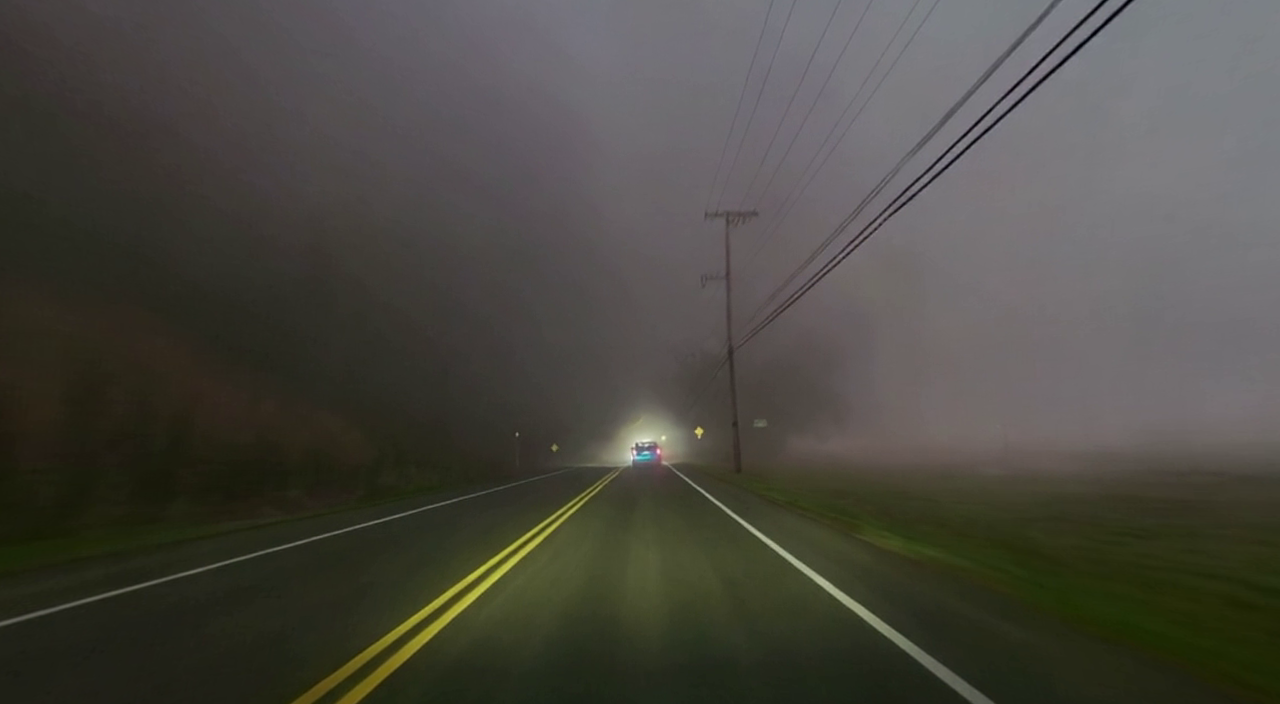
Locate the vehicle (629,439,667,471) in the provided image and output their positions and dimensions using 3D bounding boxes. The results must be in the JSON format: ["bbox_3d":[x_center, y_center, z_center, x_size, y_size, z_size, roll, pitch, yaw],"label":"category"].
[{"bbox_3d":[0.550,6.994,43.081,2.468,2.056,4.422,0,-8,0],"label":"vehicle"}]
